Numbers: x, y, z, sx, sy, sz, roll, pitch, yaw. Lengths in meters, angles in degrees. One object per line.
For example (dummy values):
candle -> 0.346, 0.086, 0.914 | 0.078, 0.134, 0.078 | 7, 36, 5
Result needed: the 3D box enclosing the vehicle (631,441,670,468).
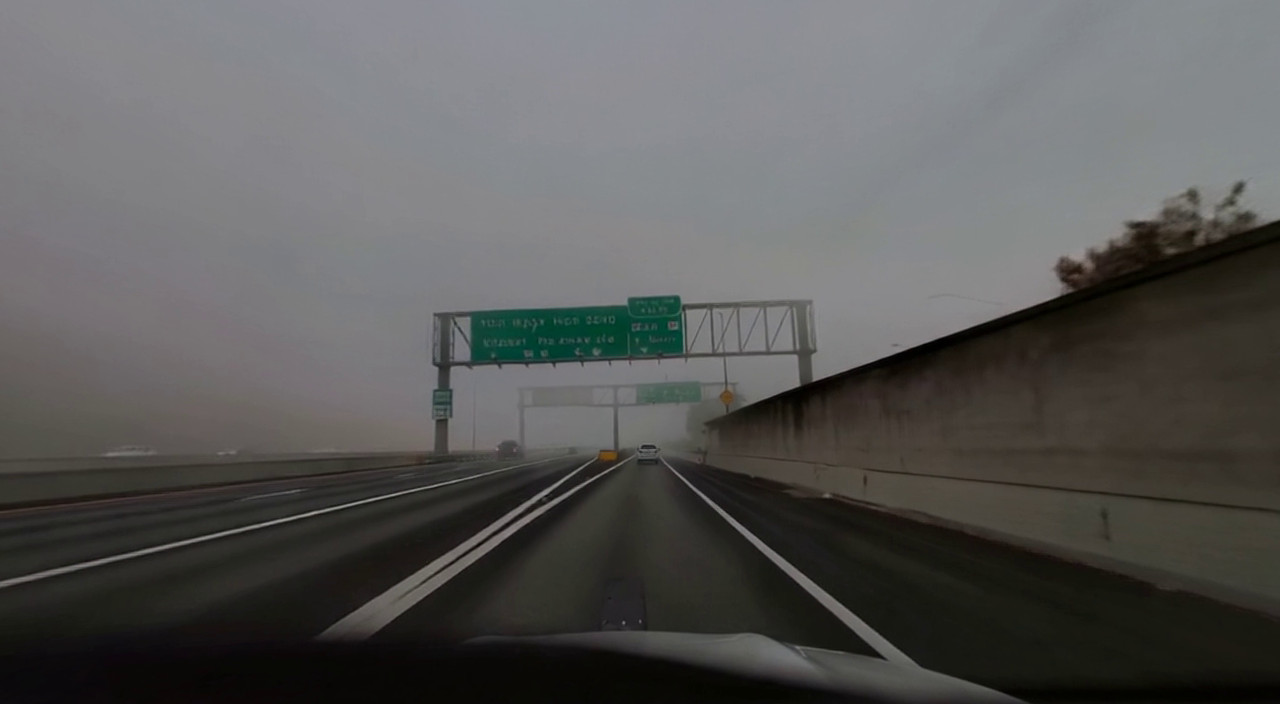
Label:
vehicle -> 0.526, 5.918, 36.593 | 2.137, 1.461, 3.999 | 0, -8, -1
